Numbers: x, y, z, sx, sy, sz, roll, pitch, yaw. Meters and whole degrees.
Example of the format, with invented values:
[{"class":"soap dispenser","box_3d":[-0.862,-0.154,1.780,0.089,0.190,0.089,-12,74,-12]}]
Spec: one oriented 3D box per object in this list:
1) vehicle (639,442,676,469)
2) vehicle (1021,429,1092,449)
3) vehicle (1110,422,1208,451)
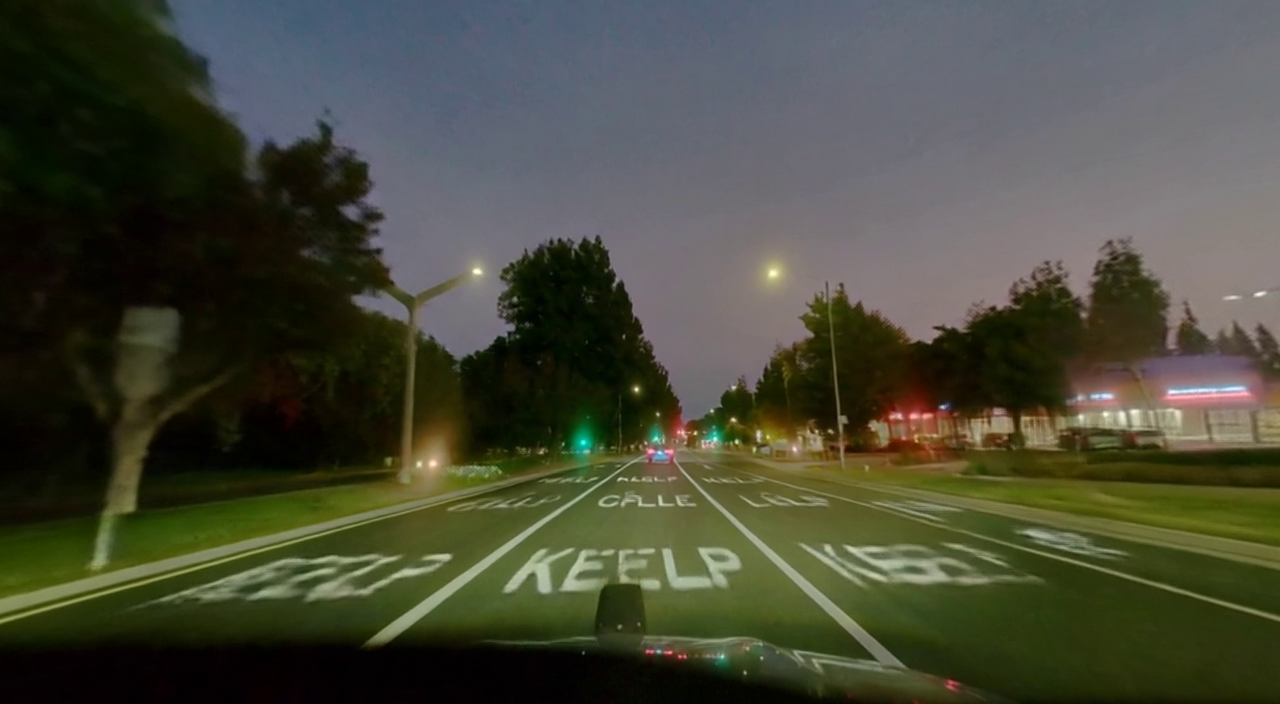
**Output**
[{"class":"vehicle","box_3d":[1.046,6.334,38.553,2.144,1.505,4.128,-1,-9,1]},{"class":"vehicle","box_3d":[32.182,6.762,48.533,4.002,1.501,2.000,0,-9,0]},{"class":"vehicle","box_3d":[31.521,5.181,38.213,4.051,1.475,1.949,-3,-9,2]}]
